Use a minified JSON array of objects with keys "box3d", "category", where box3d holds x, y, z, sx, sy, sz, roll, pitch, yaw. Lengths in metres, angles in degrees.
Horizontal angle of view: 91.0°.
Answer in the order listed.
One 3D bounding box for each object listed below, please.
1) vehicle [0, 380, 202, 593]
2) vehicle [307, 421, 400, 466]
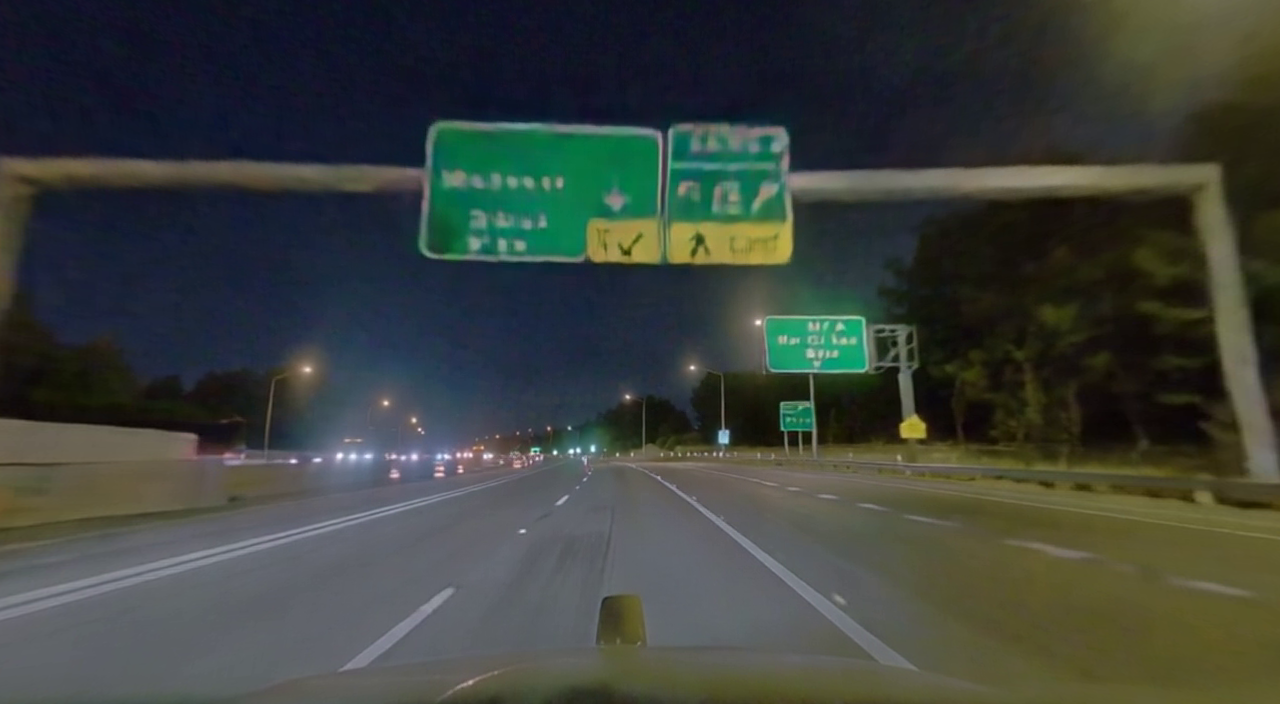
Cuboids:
[{"box3d":[-7.416,1.204,5.477,2.690,1.995,6.270,0,-9,0],"category":"vehicle"},{"box3d":[-18.352,6.080,40.908,2.750,2.474,7.300,1,-11,-2],"category":"vehicle"}]
